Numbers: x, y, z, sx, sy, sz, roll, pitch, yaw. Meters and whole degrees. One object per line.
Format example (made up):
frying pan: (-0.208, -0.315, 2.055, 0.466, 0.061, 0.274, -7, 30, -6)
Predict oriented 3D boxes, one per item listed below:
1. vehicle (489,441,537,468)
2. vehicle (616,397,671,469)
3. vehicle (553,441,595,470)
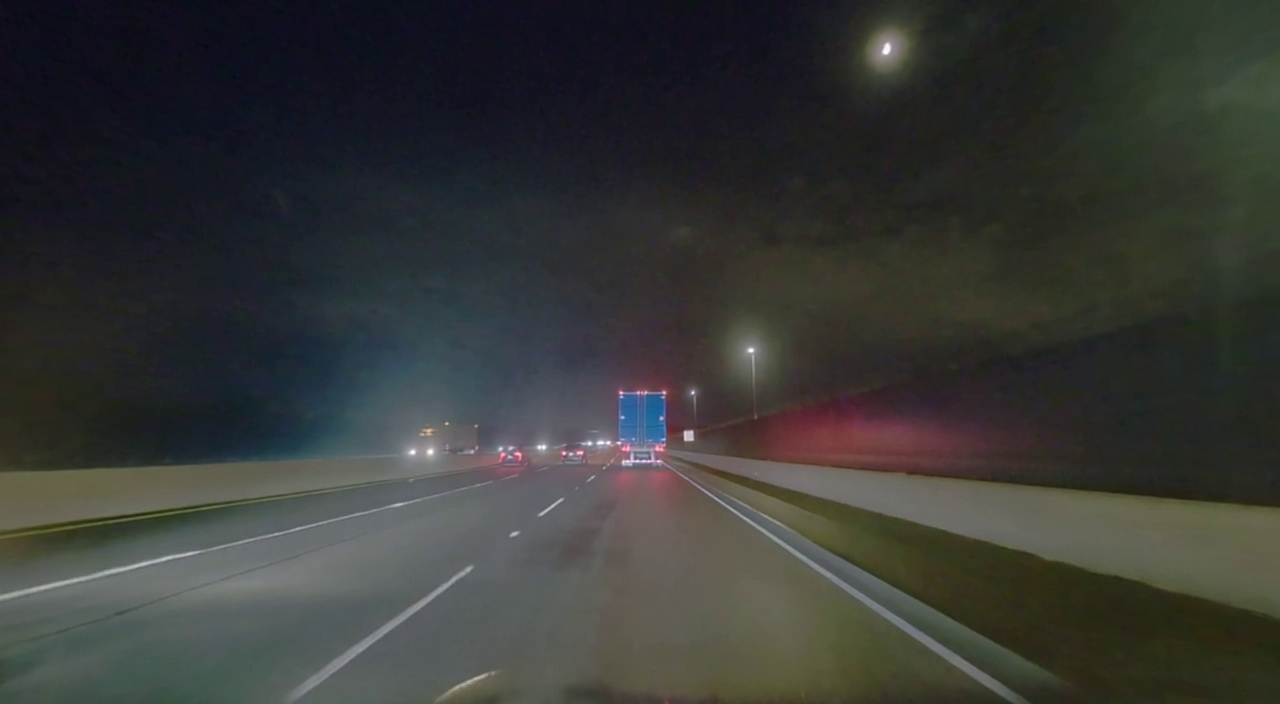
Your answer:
vehicle: (-7.781, 6.347, 38.909, 1.968, 1.507, 4.673, 0, -9, 0)
vehicle: (0.168, 5.498, 41.387, 3.123, 4.094, 10.812, 0, -9, 0)
vehicle: (-3.722, 5.932, 36.083, 2.006, 1.572, 4.082, 0, -9, 0)
